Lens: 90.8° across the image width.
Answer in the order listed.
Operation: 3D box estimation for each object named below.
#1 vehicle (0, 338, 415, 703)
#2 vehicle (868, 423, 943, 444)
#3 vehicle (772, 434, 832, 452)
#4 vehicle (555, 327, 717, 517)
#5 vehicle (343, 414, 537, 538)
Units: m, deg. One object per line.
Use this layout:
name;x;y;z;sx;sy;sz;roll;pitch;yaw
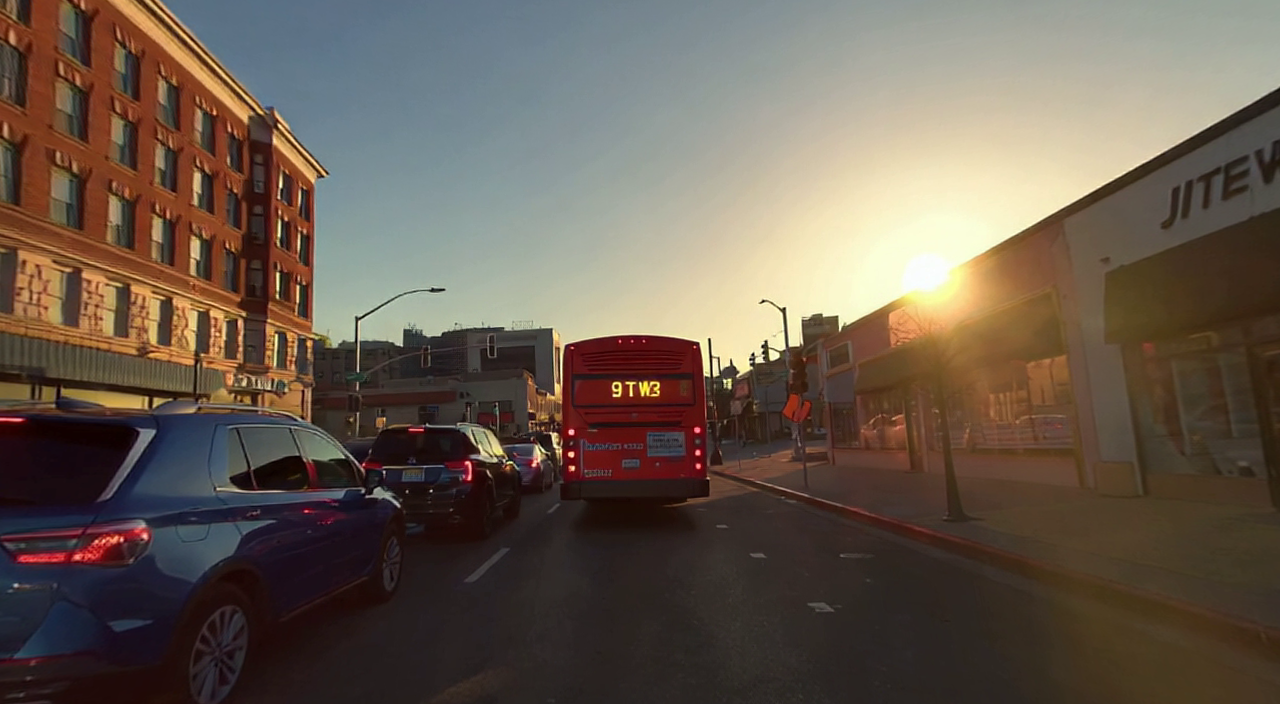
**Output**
vehicle;-3.224;1.089;3.950;2.020;1.725;4.384;0;-8;0
vehicle;19.787;6.108;47.203;4.827;1.555;1.863;1;-9;-6
vehicle;11.914;6.737;46.657;3.949;1.337;1.738;0;-9;-3
vehicle;-0.316;1.993;16.577;2.938;3.468;9.972;0;-9;-3
vehicle;-3.353;2.201;11.800;2.096;1.828;4.669;0;-8;0
